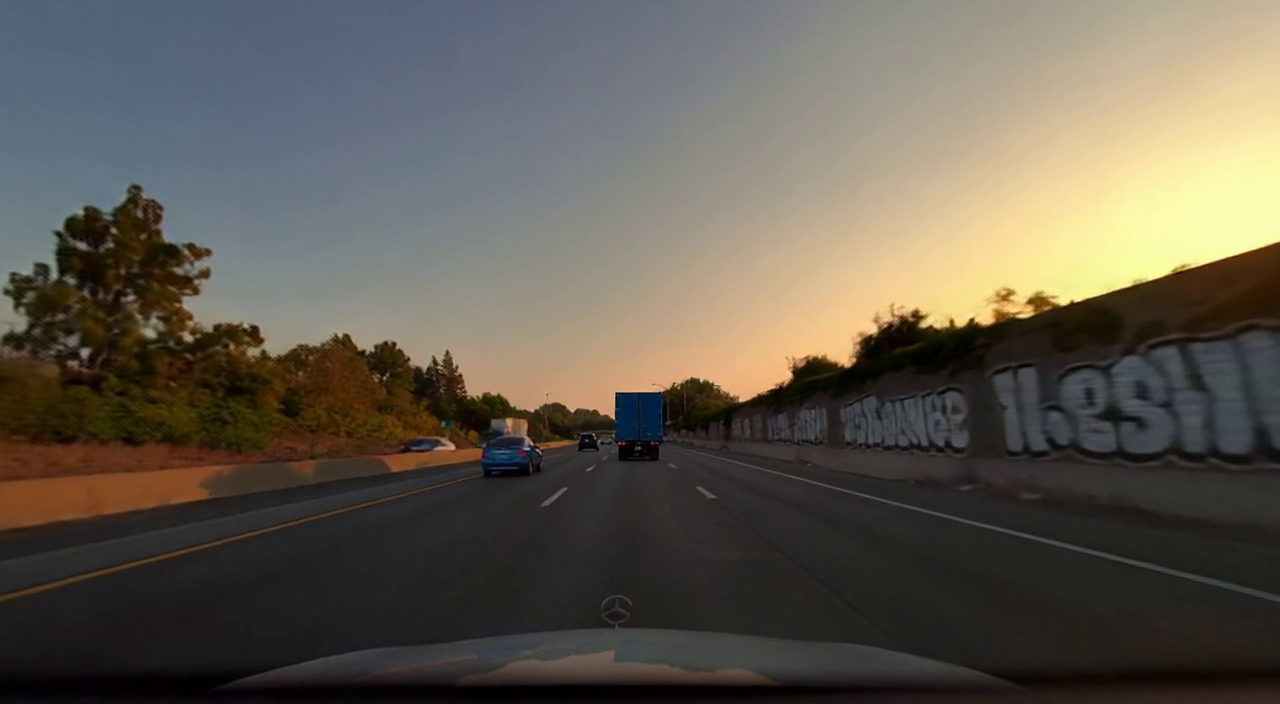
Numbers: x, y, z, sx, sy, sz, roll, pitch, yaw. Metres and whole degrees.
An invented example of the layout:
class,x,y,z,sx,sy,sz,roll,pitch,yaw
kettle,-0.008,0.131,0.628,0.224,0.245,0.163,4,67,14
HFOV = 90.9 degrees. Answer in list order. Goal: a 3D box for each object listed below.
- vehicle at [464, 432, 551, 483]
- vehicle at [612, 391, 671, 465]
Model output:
class,x,y,z,sx,sy,sz,roll,pitch,yaw
vehicle,-4.343,3.513,21.414,1.948,1.526,4.525,0,-8,0
vehicle,0.005,4.421,36.003,2.927,3.649,9.443,0,-8,-1
